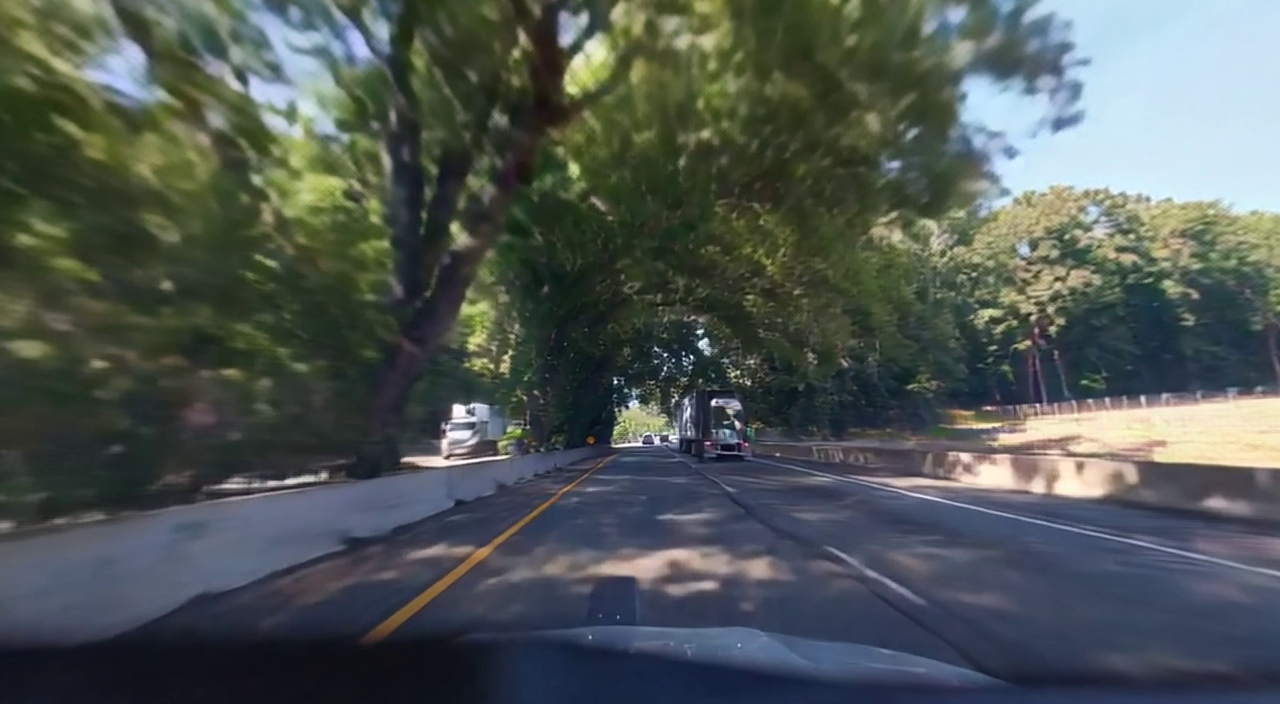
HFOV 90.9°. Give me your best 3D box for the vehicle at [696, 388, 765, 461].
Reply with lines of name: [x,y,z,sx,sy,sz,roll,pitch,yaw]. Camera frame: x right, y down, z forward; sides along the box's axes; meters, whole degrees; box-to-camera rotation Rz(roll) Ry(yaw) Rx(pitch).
vehicle: [4.389,3.681,31.548,2.749,3.357,4.979,0,-8,1]

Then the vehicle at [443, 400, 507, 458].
vehicle: [-11.887,5.636,45.927,3.013,3.979,5.795,0,-8,1]
